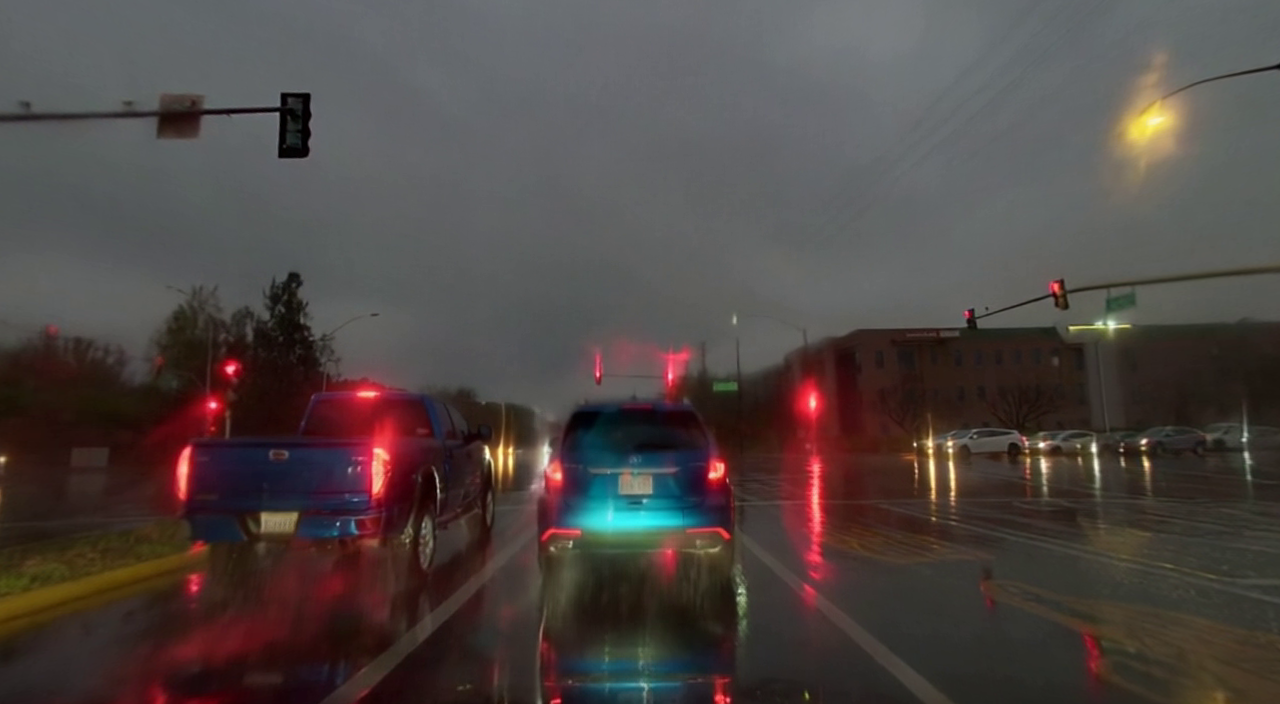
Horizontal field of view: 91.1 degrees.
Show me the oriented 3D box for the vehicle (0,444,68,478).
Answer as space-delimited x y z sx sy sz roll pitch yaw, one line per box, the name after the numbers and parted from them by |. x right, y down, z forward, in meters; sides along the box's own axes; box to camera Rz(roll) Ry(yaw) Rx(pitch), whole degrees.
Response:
-32.166 5.477 31.689 4.406 1.682 2.040 0 -8 -2 | vehicle

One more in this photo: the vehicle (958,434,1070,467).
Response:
19.315 5.105 32.580 4.624 1.601 1.871 0 -8 -3 | vehicle

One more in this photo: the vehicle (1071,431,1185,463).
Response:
27.943 5.455 36.032 4.849 1.759 2.041 0 -8 -2 | vehicle

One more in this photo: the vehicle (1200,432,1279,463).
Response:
35.909 5.551 36.488 4.714 1.754 2.041 0 -8 -2 | vehicle

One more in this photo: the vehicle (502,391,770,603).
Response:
-0.058 1.533 7.590 2.204 1.738 4.690 0 -8 -1 | vehicle

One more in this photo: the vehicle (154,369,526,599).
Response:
-2.967 1.457 7.788 2.220 1.926 4.870 0 -8 -1 | vehicle
